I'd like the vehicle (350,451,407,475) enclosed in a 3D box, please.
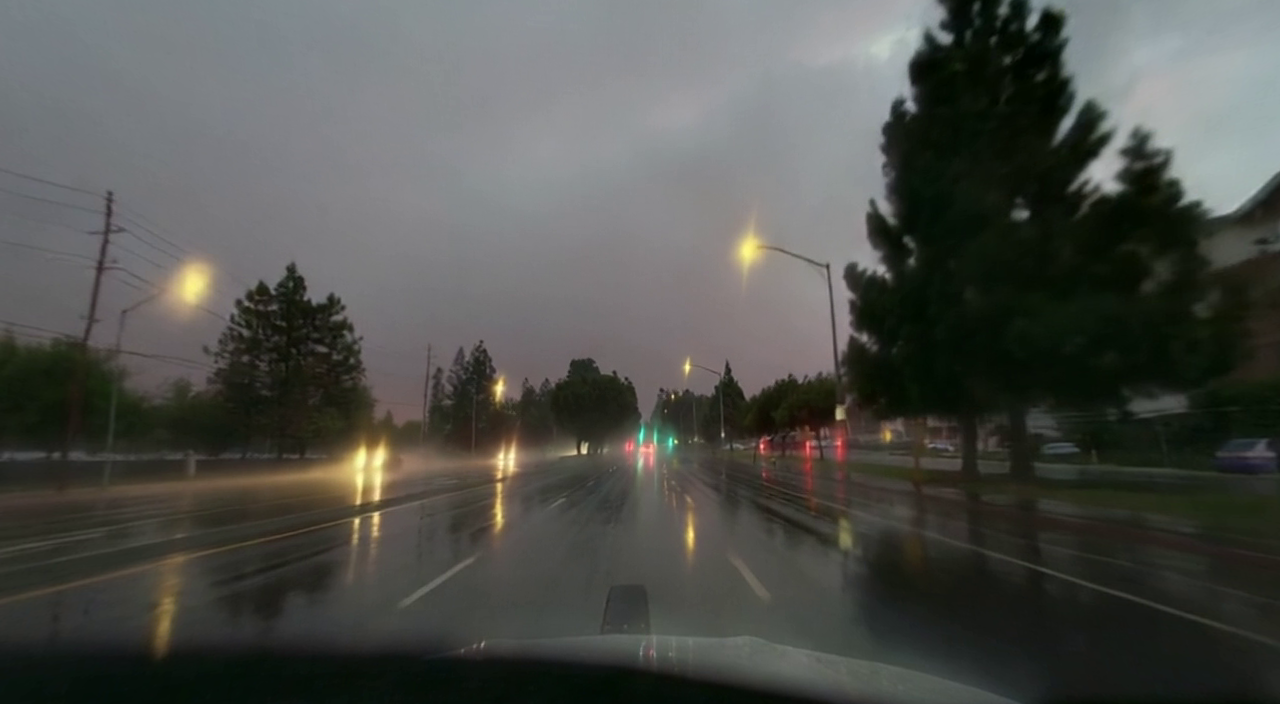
[{"bbox_3d":[-19.880,8.458,48.192,2.025,1.643,4.880,-1,-8,3],"label":"vehicle"}]
